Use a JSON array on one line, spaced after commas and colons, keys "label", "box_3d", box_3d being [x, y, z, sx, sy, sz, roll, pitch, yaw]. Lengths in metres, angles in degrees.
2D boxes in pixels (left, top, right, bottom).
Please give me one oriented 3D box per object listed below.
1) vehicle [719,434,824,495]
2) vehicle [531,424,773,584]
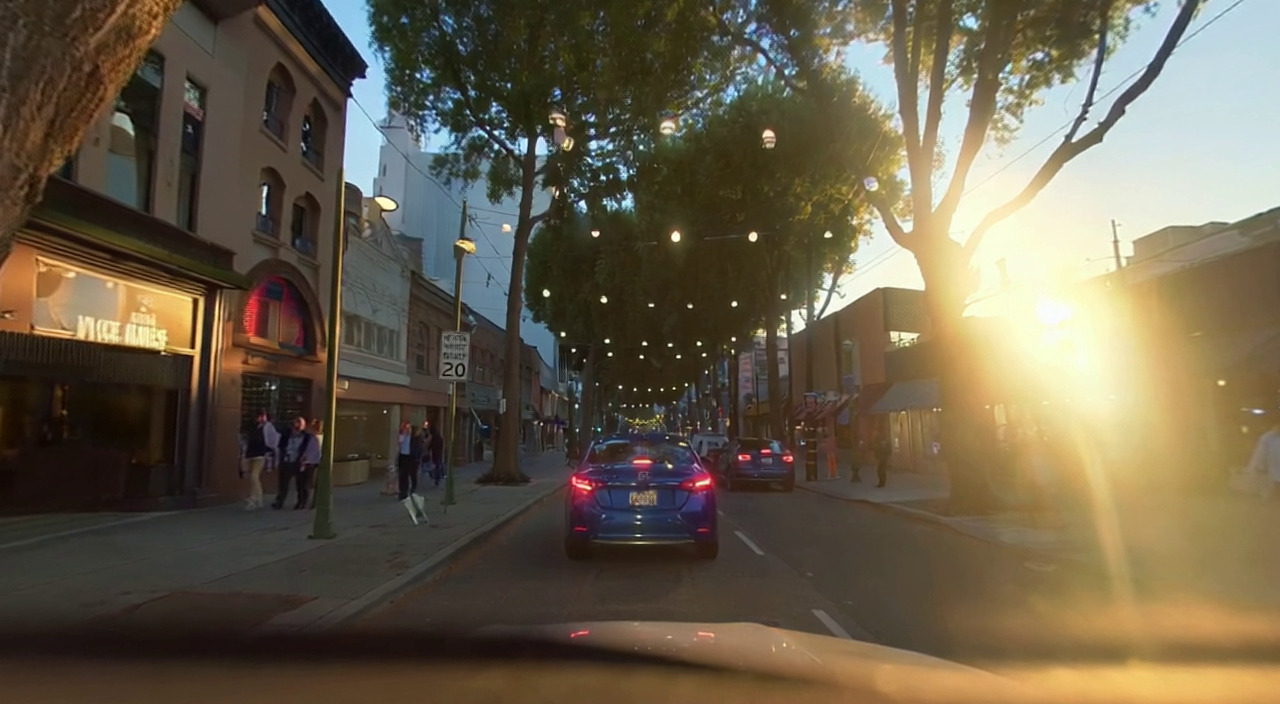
[{"label": "vehicle", "box_3d": [3.616, 3.181, 18.227, 2.025, 1.523, 4.426, 0, -8, -1]}, {"label": "vehicle", "box_3d": [0.086, 1.732, 8.045, 2.261, 1.474, 4.130, 0, -8, -1]}]
